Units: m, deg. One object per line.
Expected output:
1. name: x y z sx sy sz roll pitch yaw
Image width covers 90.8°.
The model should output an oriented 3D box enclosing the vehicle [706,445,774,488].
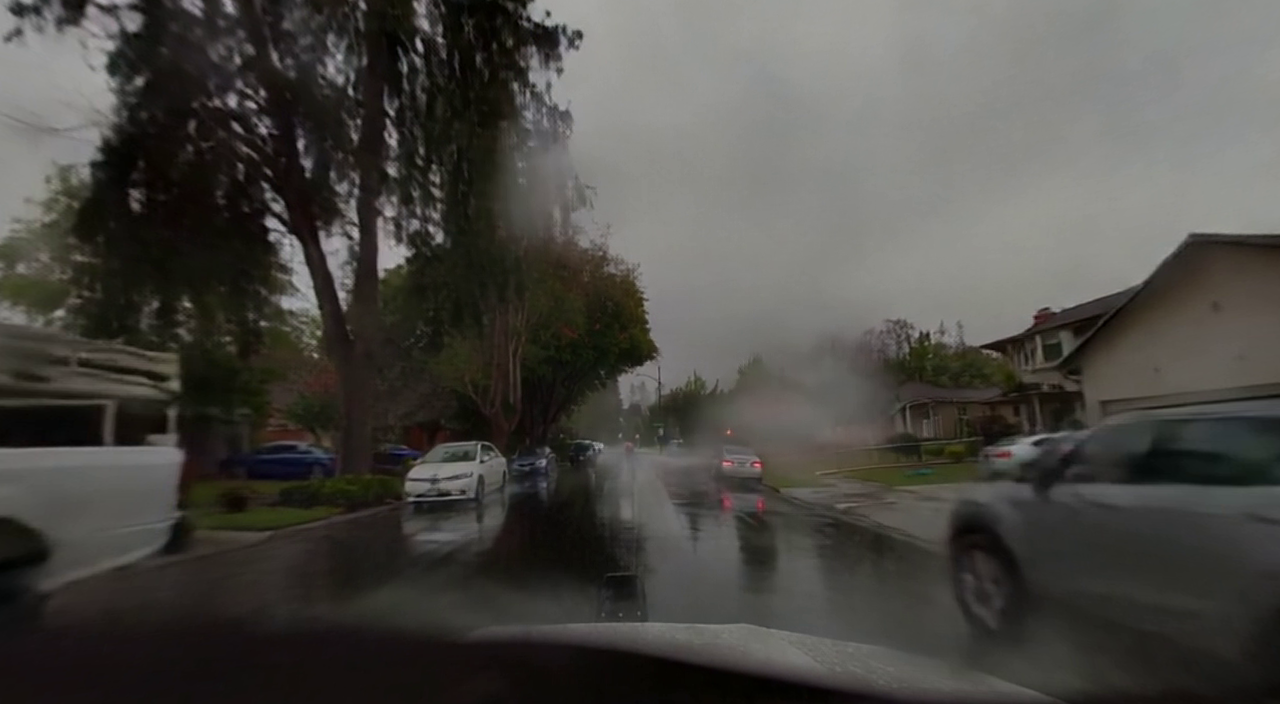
1. vehicle: 3.736 4.354 24.318 1.945 1.495 3.983 0 -9 0

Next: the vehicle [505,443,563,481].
1. vehicle: -4.976 5.201 30.237 1.887 1.660 4.312 0 -9 1

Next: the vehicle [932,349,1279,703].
1. vehicle: 3.605 1.000 3.243 2.082 1.790 4.330 0 -9 0

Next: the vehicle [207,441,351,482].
1. vehicle: -13.558 4.106 23.931 4.220 1.462 1.913 1 -9 -4

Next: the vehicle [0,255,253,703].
1. vehicle: -4.707 0.569 2.300 2.476 2.434 6.543 -1 -7 0

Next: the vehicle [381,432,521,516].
1. vehicle: -4.683 3.035 16.579 2.140 1.815 4.926 0 -7 0
